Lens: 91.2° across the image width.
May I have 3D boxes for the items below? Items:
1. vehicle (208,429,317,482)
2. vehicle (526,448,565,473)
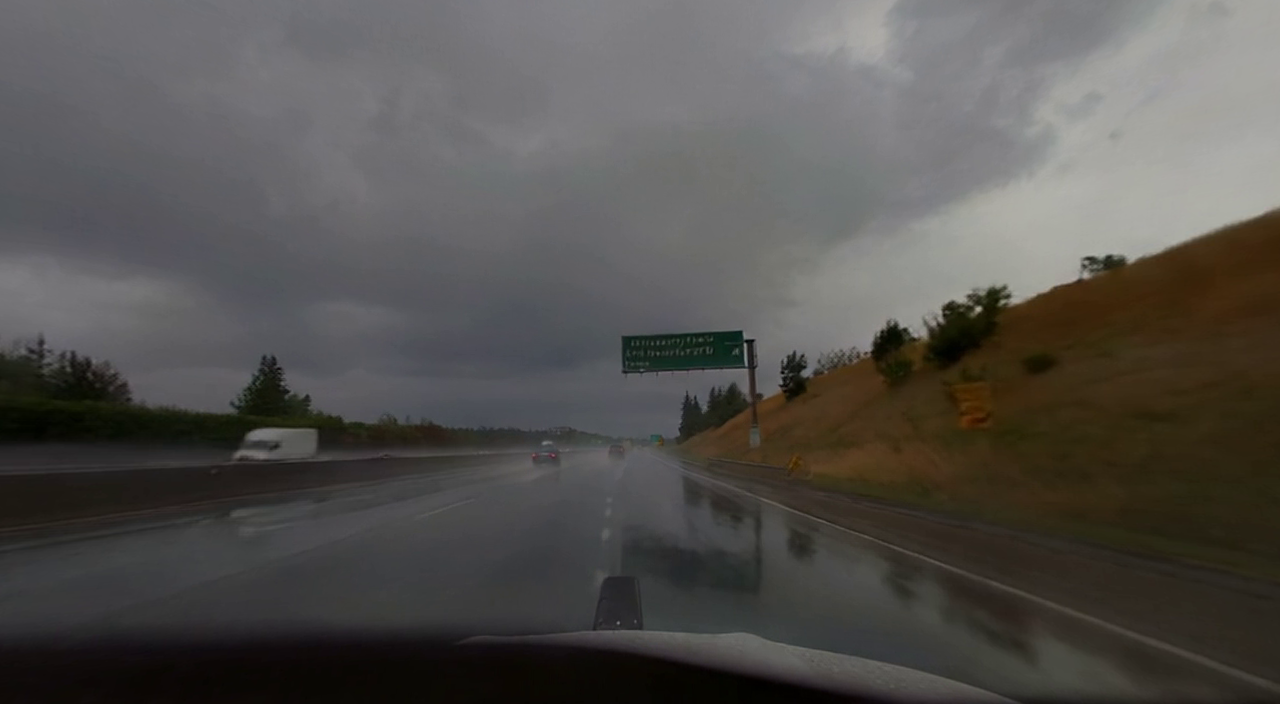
[{"bbox_3d":[-20.146,5.555,33.884,2.319,2.572,5.944,0,-9,-2],"label":"vehicle"},{"bbox_3d":[-6.350,7.321,42.529,2.028,1.563,4.734,0,-9,-1],"label":"vehicle"}]
